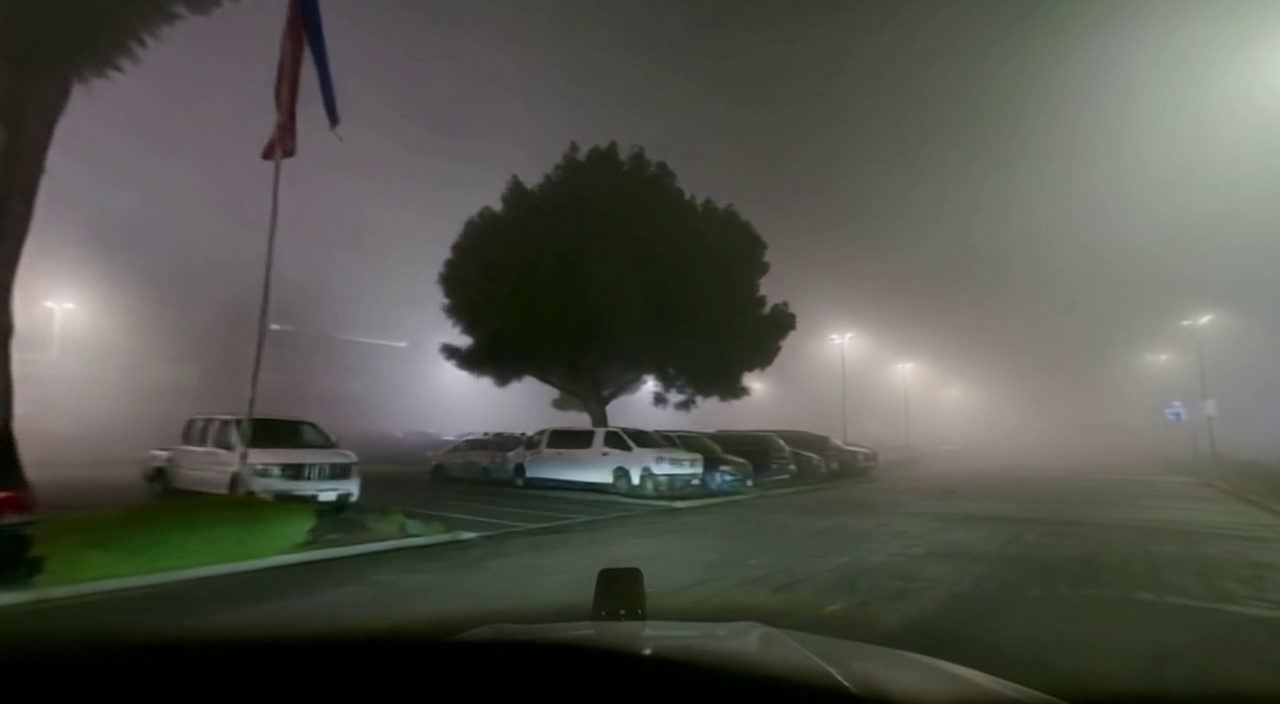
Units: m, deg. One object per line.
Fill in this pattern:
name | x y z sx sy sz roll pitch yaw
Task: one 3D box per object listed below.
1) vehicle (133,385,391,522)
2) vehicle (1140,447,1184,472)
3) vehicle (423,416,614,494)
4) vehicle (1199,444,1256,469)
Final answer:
vehicle | -8.259 2.145 13.592 5.986 2.324 2.491 -7 -11 36
vehicle | 36.126 7.413 43.809 2.026 1.659 4.314 -7 -10 37
vehicle | -4.074 3.222 20.286 6.632 2.126 2.228 -6 -9 38
vehicle | 44.156 7.839 47.439 4.342 1.753 2.021 5 -10 -34
